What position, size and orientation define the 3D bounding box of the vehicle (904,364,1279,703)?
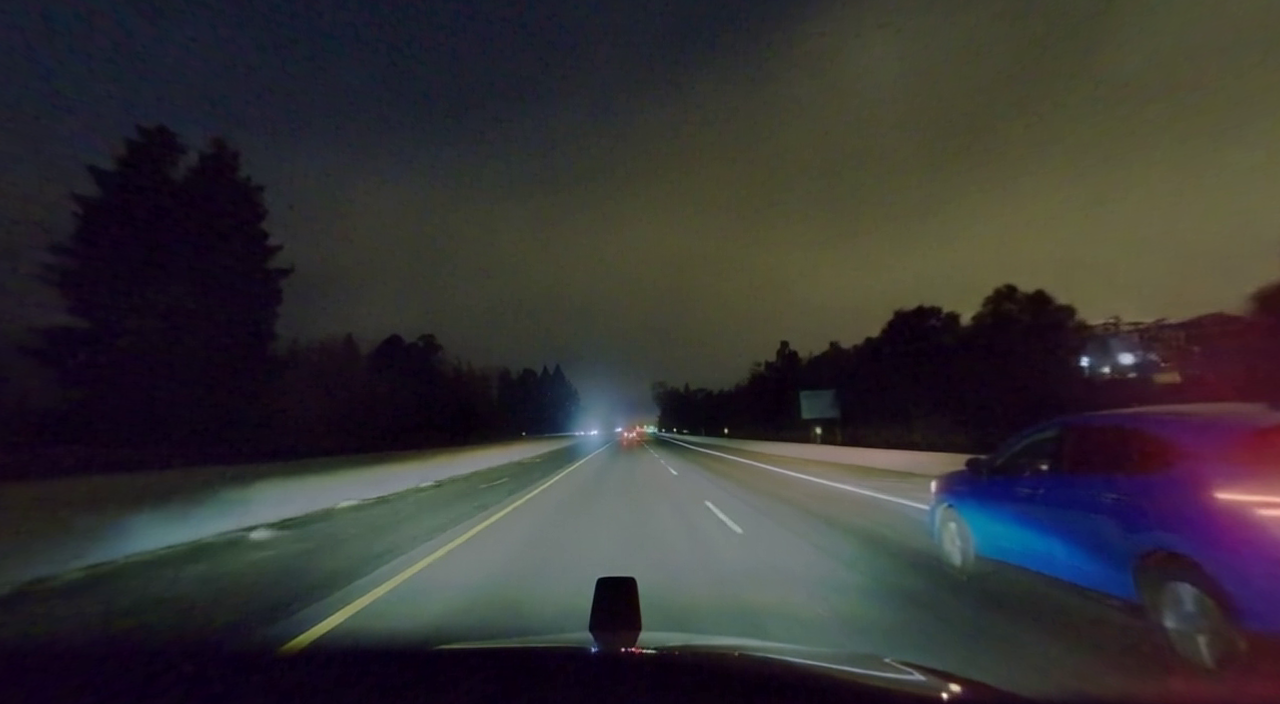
[{"bbox_3d":[3.442,1.011,3.723,1.973,1.563,3.959,0,-8,-1],"label":"vehicle"}]
